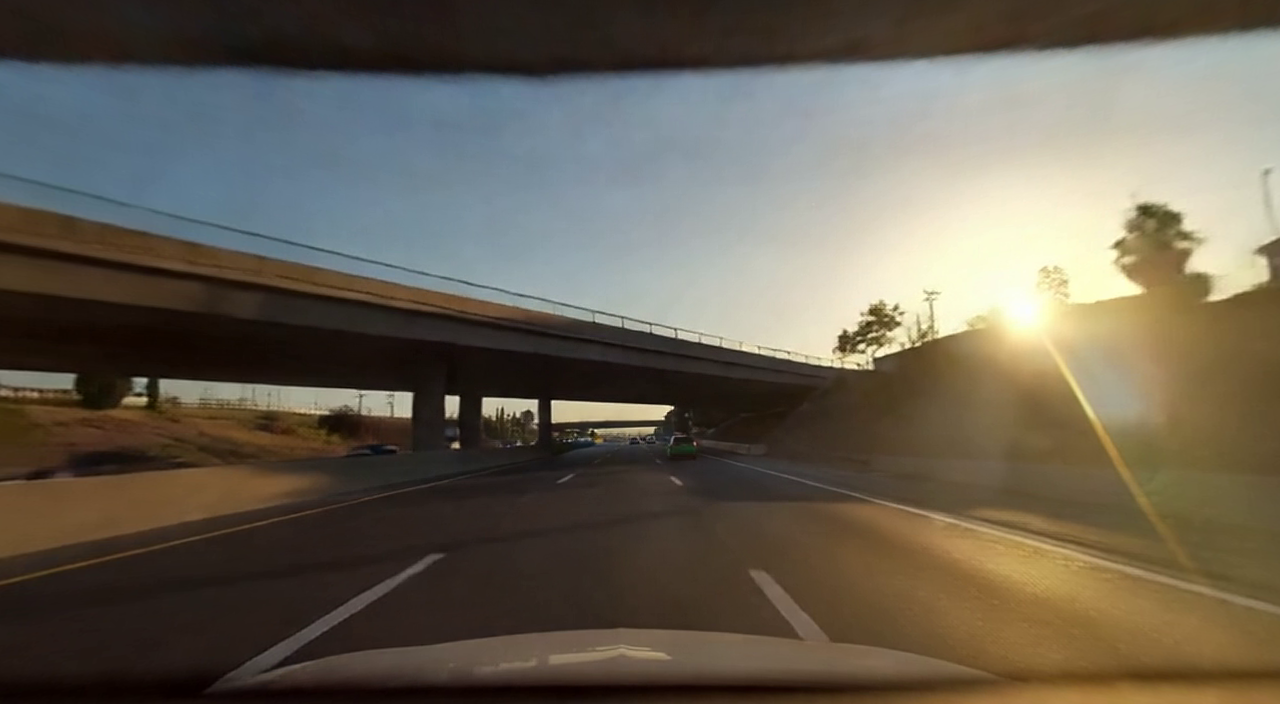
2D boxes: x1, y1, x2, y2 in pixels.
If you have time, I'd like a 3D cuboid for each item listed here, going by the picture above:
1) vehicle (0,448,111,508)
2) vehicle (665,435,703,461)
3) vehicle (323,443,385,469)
[{"bbox_3d":[-17.508,3.488,17.610,1.805,1.497,4.056,0,-8,1],"label":"vehicle"},{"bbox_3d":[2.555,5.661,37.257,1.946,1.481,3.969,0,-8,0],"label":"vehicle"},{"bbox_3d":[-17.374,6.310,38.426,1.856,1.500,3.975,0,-8,2],"label":"vehicle"}]
